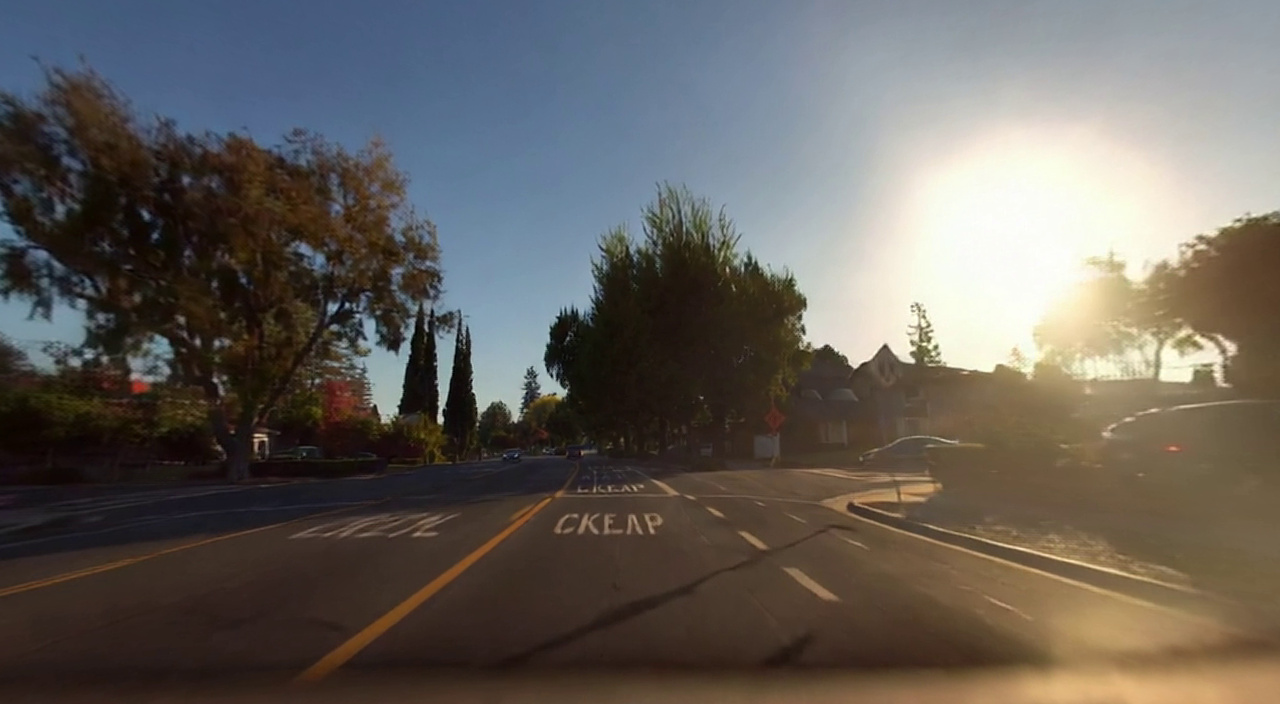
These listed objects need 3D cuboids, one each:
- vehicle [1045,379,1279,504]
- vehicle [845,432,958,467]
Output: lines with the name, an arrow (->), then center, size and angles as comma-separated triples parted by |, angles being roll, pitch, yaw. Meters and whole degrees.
vehicle -> 11.533, 1.690, 11.950 | 5.949, 2.092, 2.570 | 0, -9, -1
vehicle -> 12.892, 4.838, 31.361 | 4.702, 1.661, 1.977 | 0, -8, 0
